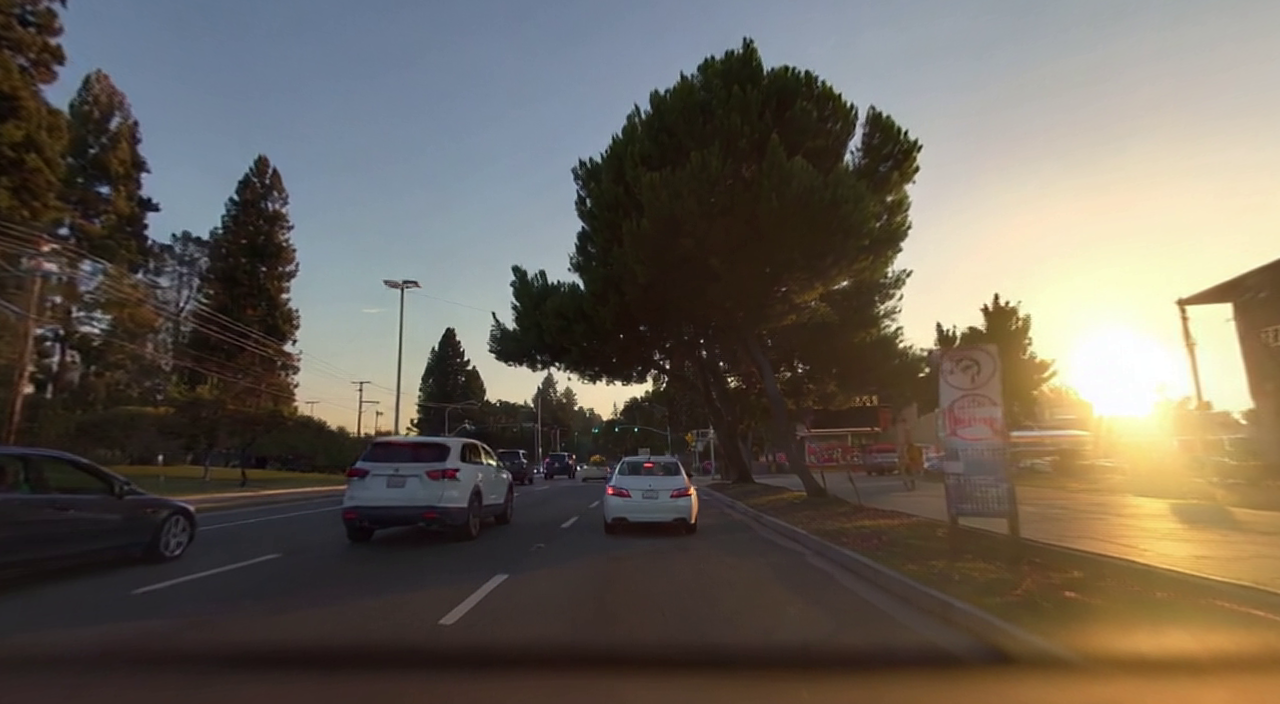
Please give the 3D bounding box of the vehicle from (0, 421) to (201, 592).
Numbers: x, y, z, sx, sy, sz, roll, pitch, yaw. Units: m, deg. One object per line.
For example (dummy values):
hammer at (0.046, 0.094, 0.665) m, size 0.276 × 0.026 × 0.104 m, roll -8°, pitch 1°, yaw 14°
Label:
vehicle at (-7.224, 1.591, 6.679) m, size 1.968 × 1.657 × 4.230 m, roll 0°, pitch -9°, yaw 1°

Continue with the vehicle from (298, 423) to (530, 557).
vehicle at (-3.362, 2.152, 10.618) m, size 2.055 × 1.725 × 4.732 m, roll 0°, pitch -9°, yaw 1°

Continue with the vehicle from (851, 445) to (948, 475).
vehicle at (18.316, 7.594, 44.656) m, size 5.852 × 1.962 × 2.323 m, roll -8°, pitch -11°, yaw 41°

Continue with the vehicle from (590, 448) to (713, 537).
vehicle at (0.237, 2.718, 12.843) m, size 2.091 × 1.494 × 3.962 m, roll 0°, pitch -8°, yaw 1°

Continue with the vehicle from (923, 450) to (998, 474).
vehicle at (22.511, 7.733, 44.300) m, size 4.220 × 1.550 × 1.935 m, roll -10°, pitch -13°, yaw 43°
